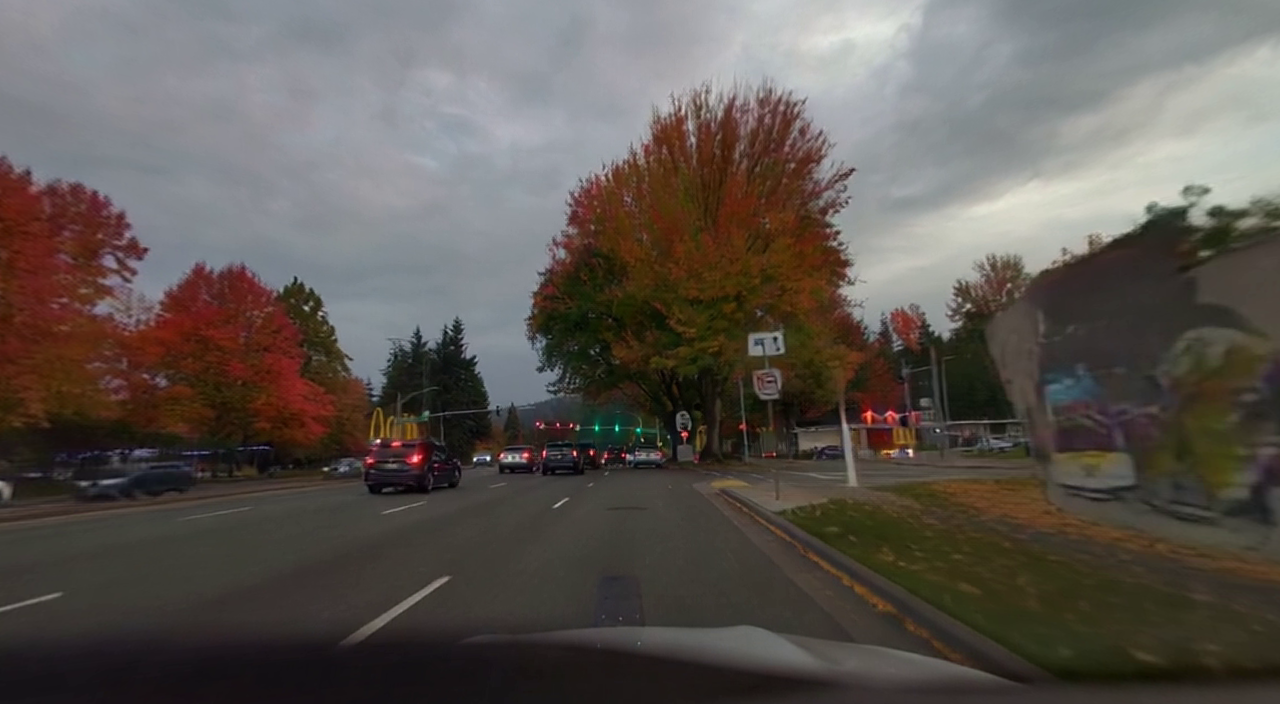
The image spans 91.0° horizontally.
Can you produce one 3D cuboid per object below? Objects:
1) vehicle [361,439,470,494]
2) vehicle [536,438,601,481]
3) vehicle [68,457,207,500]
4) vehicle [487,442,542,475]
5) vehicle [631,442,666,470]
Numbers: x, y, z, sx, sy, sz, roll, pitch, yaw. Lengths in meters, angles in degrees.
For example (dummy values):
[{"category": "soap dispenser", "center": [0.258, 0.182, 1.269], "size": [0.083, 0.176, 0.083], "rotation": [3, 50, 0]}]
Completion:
[{"category": "vehicle", "center": [-7.299, 3.740, 20.994], "size": [1.932, 1.596, 4.247], "rotation": [0, -9, 2]}, {"category": "vehicle", "center": [-2.996, 4.646, 27.500], "size": [2.165, 1.663, 4.513], "rotation": [0, -9, 2]}, {"category": "vehicle", "center": [-20.015, 5.029, 25.394], "size": [1.826, 1.493, 4.383], "rotation": [0, -9, 3]}, {"category": "vehicle", "center": [-7.096, 6.054, 36.054], "size": [2.069, 1.719, 4.441], "rotation": [0, -9, 2]}, {"category": "vehicle", "center": [0.546, 6.772, 41.062], "size": [2.144, 1.704, 4.028], "rotation": [0, -9, 0]}]
